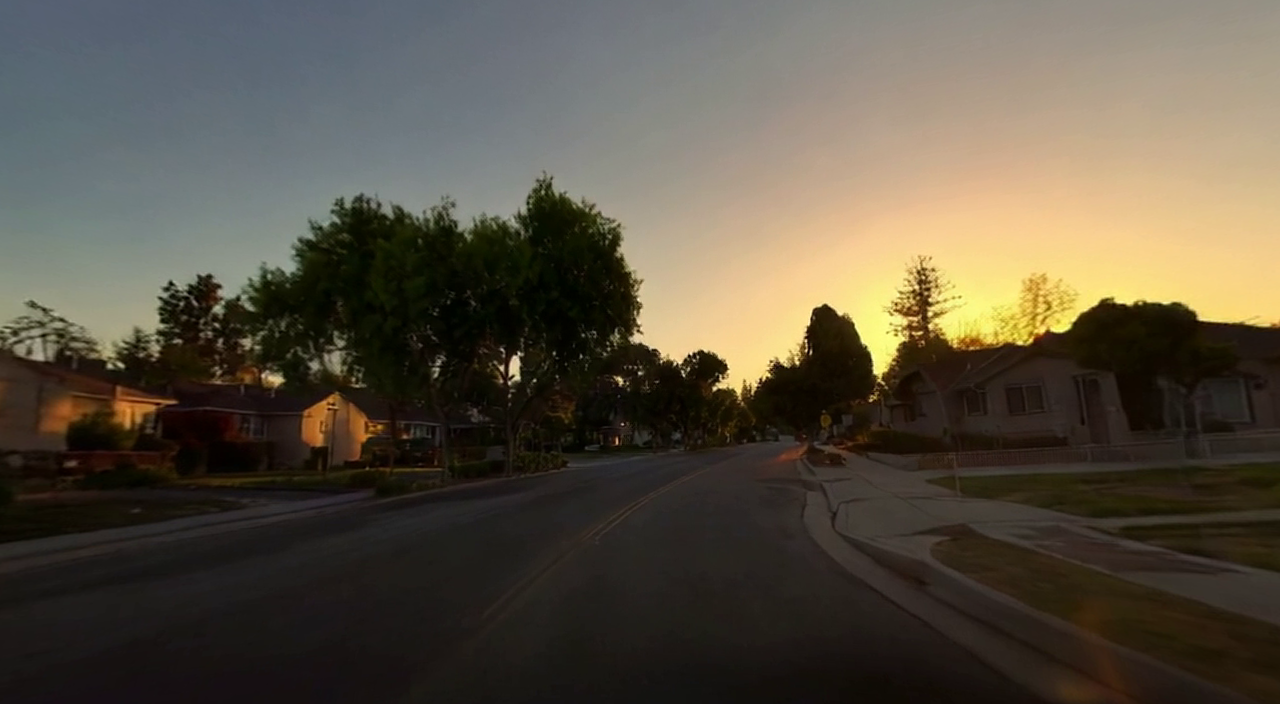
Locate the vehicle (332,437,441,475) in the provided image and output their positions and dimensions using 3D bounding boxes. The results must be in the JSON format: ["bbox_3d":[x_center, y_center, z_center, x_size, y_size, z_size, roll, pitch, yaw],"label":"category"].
[{"bbox_3d":[-11.798,4.873,29.728,4.485,1.663,2.111,2,-9,-15],"label":"vehicle"}]
